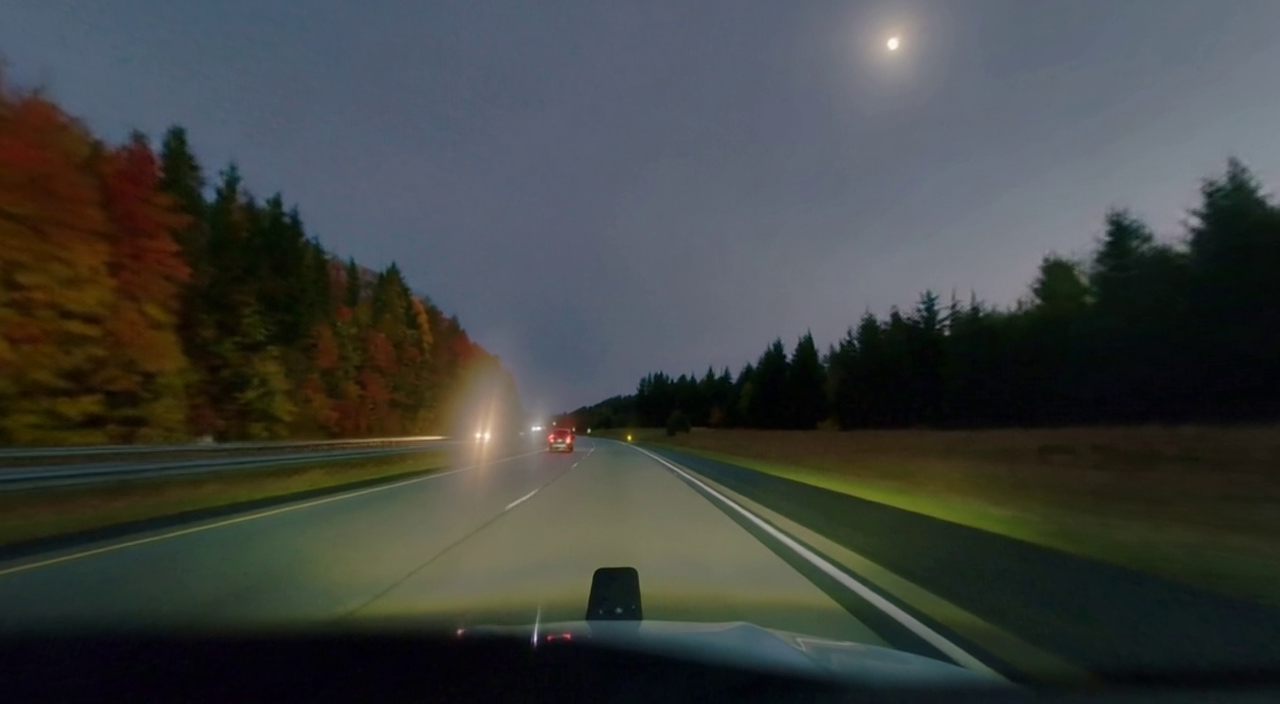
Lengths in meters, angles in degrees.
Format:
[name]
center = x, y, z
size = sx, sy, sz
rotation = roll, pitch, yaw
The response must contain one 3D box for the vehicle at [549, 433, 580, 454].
[vehicle]
center = -5.924, 7.257, 49.805
size = 2.073, 1.559, 4.393
rotation = 0, -8, -3
